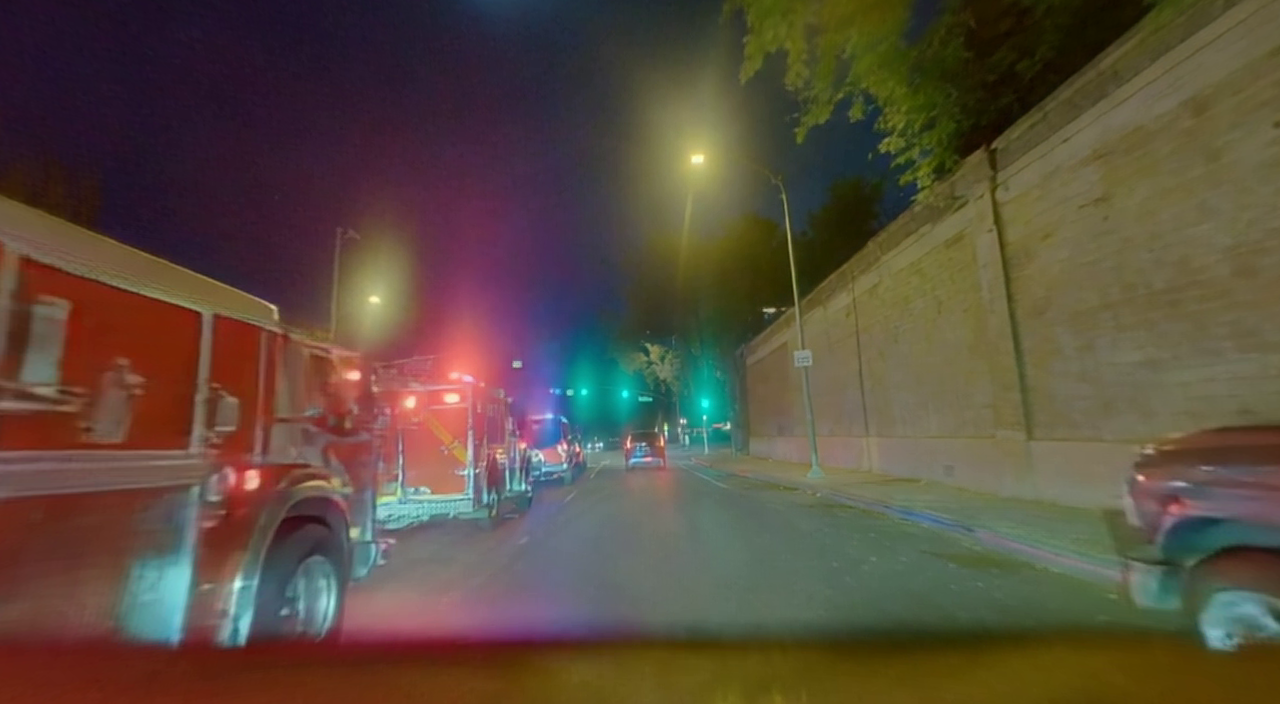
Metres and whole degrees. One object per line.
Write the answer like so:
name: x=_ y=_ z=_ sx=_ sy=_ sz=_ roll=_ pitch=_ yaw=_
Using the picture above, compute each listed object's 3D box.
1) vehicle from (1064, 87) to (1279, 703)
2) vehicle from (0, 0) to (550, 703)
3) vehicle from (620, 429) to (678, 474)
vehicle: x=4.077 y=0.007 z=0.743 sx=3.411 sy=2.429 sz=5.271 roll=0 pitch=-8 yaw=0
vehicle: x=-3.220 y=0.641 z=5.390 sx=3.644 sy=3.138 sz=9.346 roll=0 pitch=-8 yaw=-1
vehicle: x=0.294 y=4.534 z=28.922 sx=2.332 sy=1.831 sz=4.930 roll=0 pitch=-8 yaw=-3
